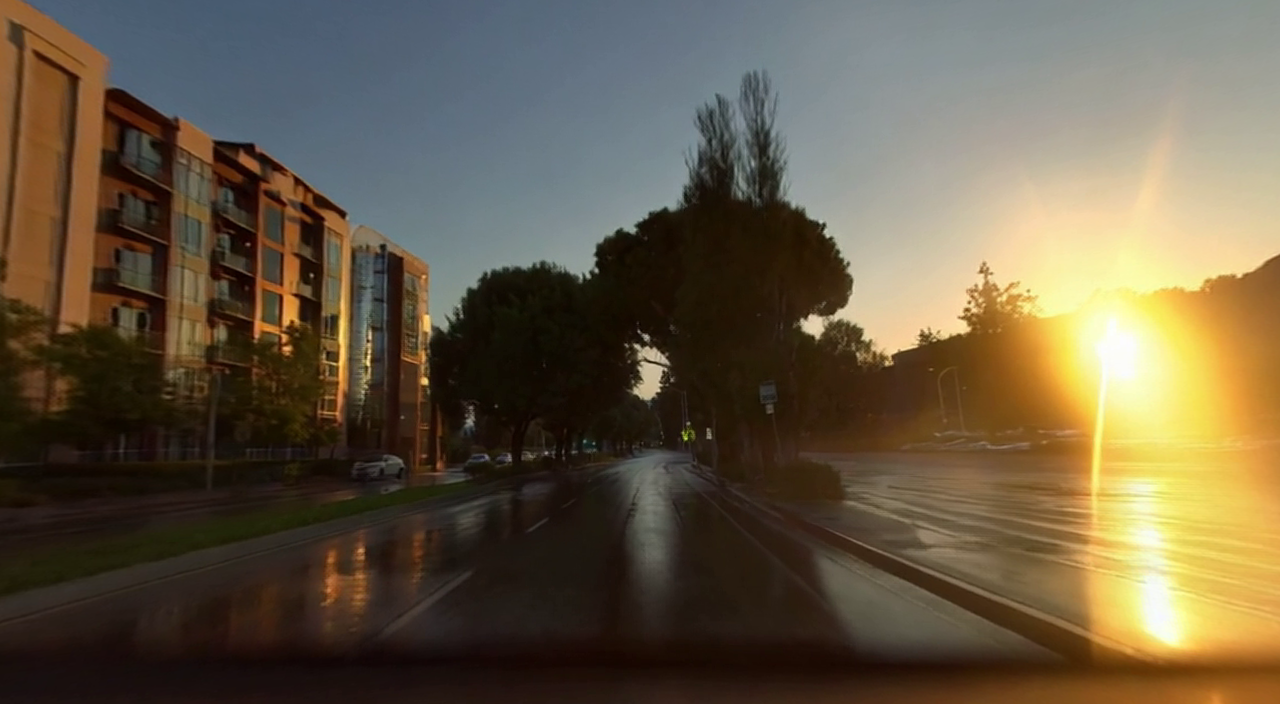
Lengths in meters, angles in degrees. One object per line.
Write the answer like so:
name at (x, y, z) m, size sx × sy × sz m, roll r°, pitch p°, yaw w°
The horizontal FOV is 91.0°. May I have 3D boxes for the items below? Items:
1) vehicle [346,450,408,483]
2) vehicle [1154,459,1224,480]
vehicle at (-18.240, 7.934, 43.947) m, size 2.047 × 1.914 × 5.061 m, roll -3°, pitch -7°, yaw 2°
vehicle at (42.573, 9.098, 48.937) m, size 1.717 × 1.459 × 4.256 m, roll 0°, pitch -9°, yaw 3°
